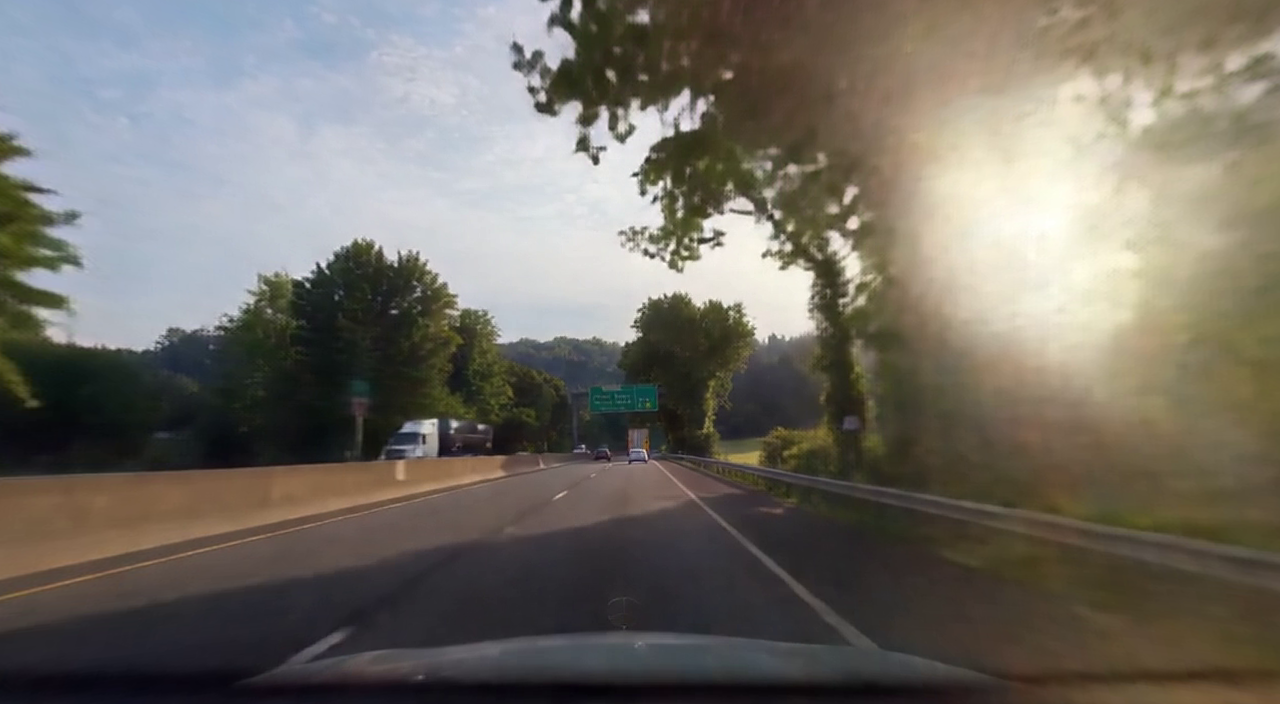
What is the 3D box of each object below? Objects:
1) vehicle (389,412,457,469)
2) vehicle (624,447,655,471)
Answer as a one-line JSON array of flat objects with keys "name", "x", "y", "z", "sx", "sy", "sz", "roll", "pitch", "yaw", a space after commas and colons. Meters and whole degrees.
[{"name": "vehicle", "x": -16.134, "y": 6.672, "z": 47.367, "sx": 2.910, "sy": 3.942, "sz": 5.877, "roll": 0, "pitch": -9, "yaw": 1}, {"name": "vehicle", "x": -0.038, "y": 6.630, "z": 39.201, "sx": 1.853, "sy": 1.436, "sz": 3.438, "roll": 0, "pitch": -9, "yaw": -1}]
